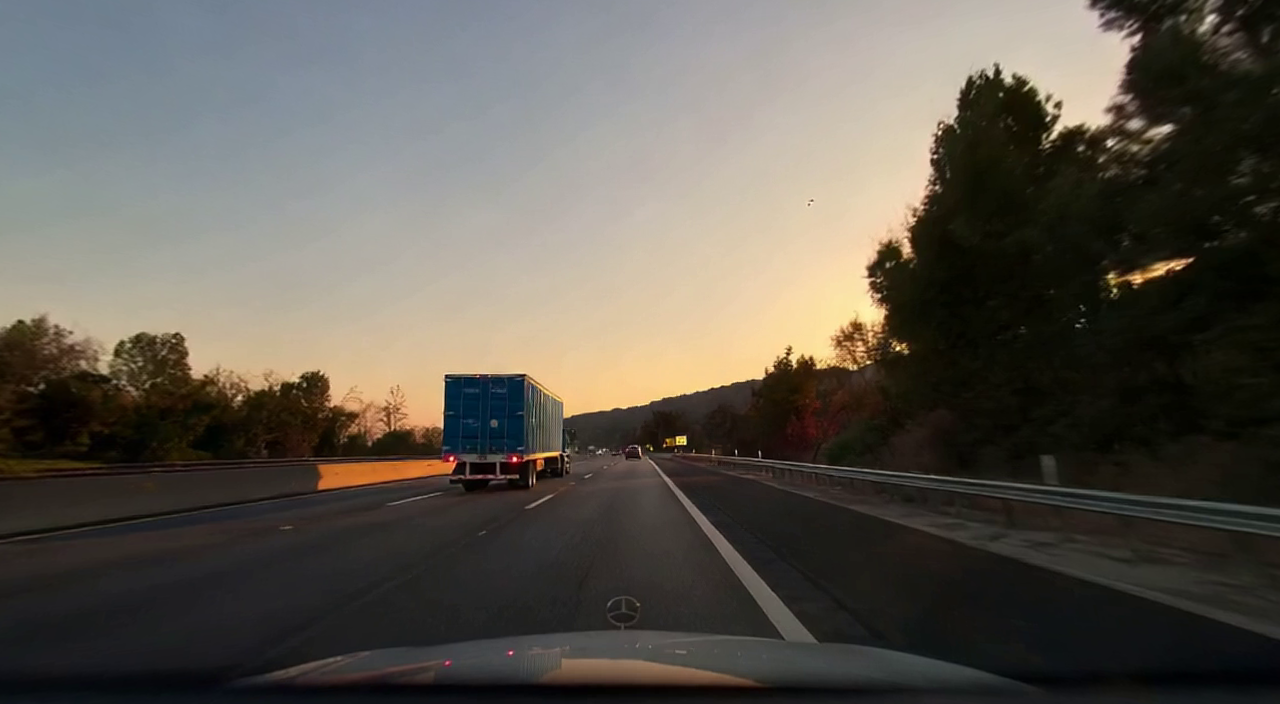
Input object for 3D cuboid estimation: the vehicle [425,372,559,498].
[{"bbox_3d":[-4.529,2.829,21.043,2.707,3.461,7.191,0,-9,0],"label":"vehicle"}]
